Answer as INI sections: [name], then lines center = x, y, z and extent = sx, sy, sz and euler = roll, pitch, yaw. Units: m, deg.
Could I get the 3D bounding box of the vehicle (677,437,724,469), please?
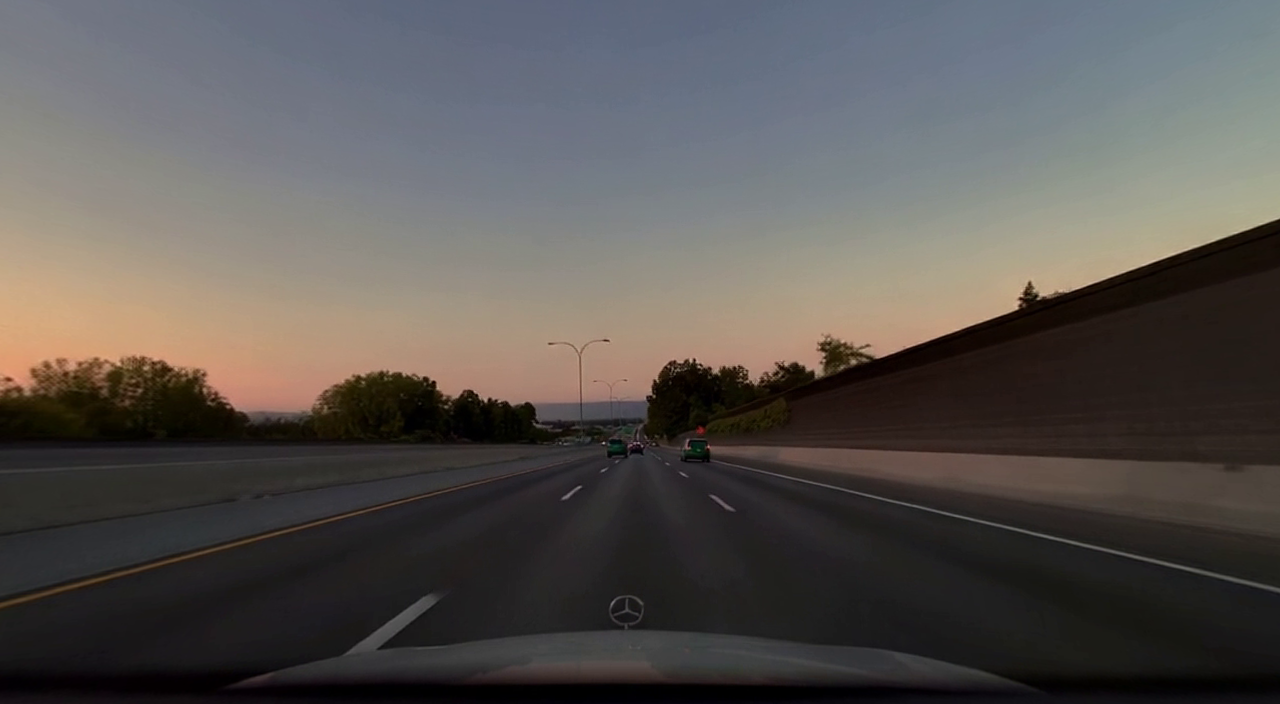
[vehicle]
center = 3.300, 5.595, 34.982
extent = 2.202, 1.682, 4.188
euler = 0, -8, 0
